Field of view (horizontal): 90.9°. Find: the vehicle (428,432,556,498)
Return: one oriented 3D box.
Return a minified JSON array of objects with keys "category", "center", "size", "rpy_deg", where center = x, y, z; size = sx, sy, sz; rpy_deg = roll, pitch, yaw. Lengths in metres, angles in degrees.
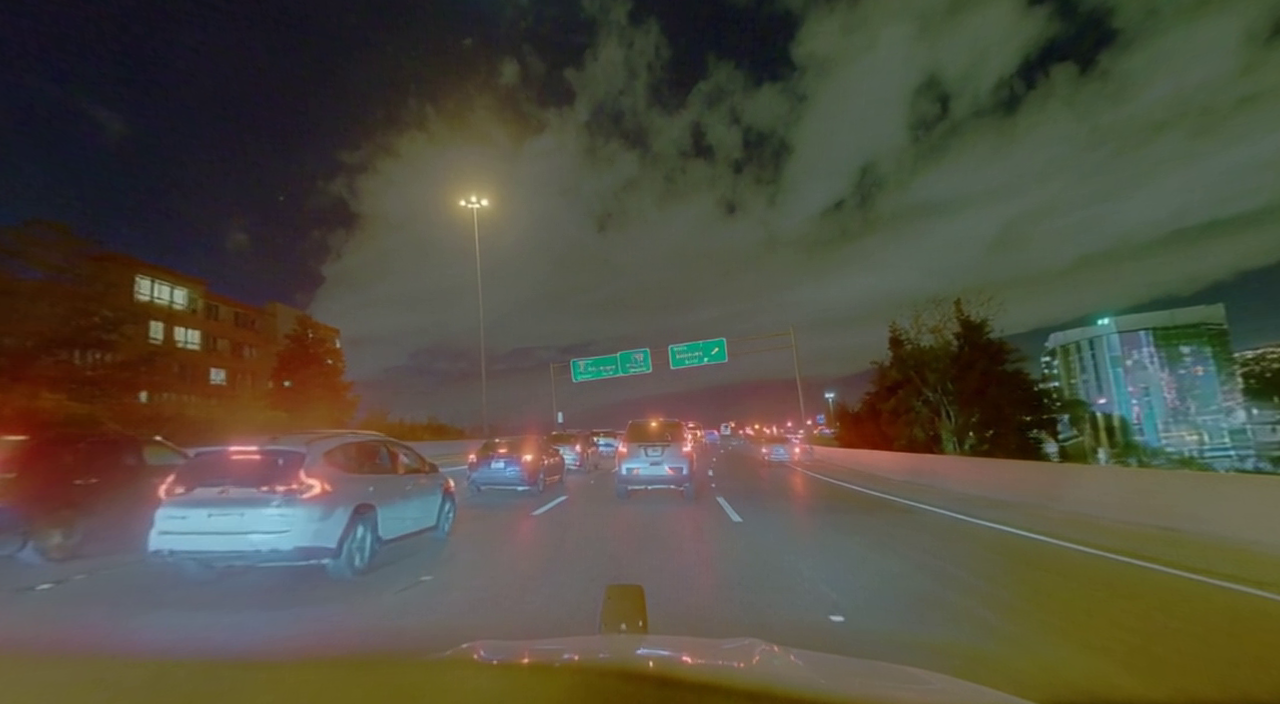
[{"category":"vehicle","center":[-3.645,2.879,16.467],"size":[2.087,1.481,4.225],"rpy_deg":[0,-9,4]}]

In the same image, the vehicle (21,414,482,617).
[{"category":"vehicle","center":[-3.568,1.601,7.298],"size":[1.998,1.494,5.020],"rpy_deg":[0,-9,2]}]

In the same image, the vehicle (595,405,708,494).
[{"category":"vehicle","center":[0.382,2.730,17.759],"size":[2.616,2.063,5.933],"rpy_deg":[0,-9,2]}]

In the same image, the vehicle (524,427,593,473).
[{"category":"vehicle","center":[-3.257,4.037,26.093],"size":[1.953,1.729,4.377],"rpy_deg":[-1,-9,4]}]
